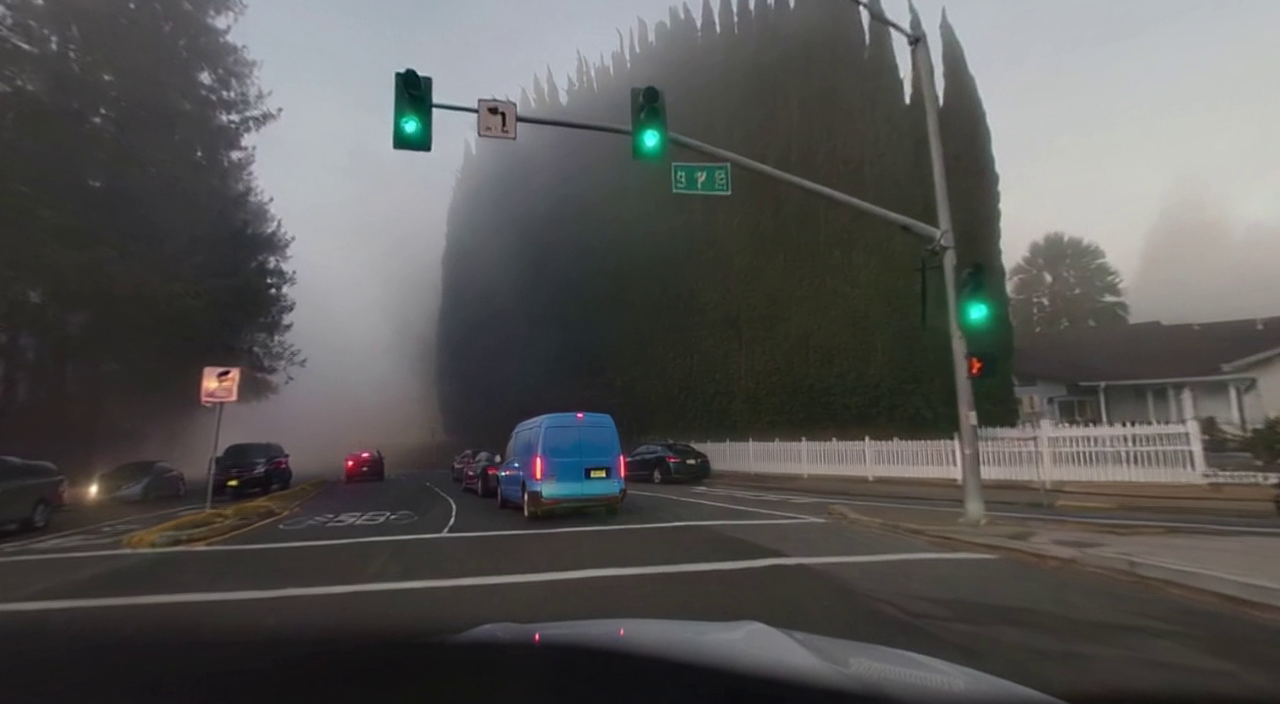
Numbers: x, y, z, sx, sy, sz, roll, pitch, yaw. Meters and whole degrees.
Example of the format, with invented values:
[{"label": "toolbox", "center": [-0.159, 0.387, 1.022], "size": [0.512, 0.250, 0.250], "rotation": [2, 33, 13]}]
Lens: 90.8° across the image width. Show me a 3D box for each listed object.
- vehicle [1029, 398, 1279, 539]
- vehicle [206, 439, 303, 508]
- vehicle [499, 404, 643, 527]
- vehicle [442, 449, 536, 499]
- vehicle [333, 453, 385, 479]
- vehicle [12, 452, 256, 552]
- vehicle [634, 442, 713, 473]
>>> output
[{"label": "vehicle", "center": [10.222, 1.842, 10.195], "size": [2.514, 2.026, 6.104], "rotation": [7, -11, -40]}, {"label": "vehicle", "center": [-12.347, 3.767, 20.252], "size": [2.228, 1.871, 5.492], "rotation": [5, -10, -31]}, {"label": "vehicle", "center": [-1.697, 2.372, 13.642], "size": [2.213, 2.124, 4.809], "rotation": [2, -9, -17]}, {"label": "vehicle", "center": [-5.082, 3.924, 20.819], "size": [2.008, 1.445, 4.386], "rotation": [4, -10, -26]}, {"label": "vehicle", "center": [-17.754, 7.141, 39.842], "size": [1.911, 1.493, 4.291], "rotation": [7, -11, -38]}, {"label": "vehicle", "center": [-9.064, 2.633, 11.908], "size": [1.952, 1.461, 4.377], "rotation": [2, -9, -16]}, {"label": "vehicle", "center": [2.028, 6.285, 37.908], "size": [4.559, 1.754, 1.985], "rotation": [7, -11, -39]}]
